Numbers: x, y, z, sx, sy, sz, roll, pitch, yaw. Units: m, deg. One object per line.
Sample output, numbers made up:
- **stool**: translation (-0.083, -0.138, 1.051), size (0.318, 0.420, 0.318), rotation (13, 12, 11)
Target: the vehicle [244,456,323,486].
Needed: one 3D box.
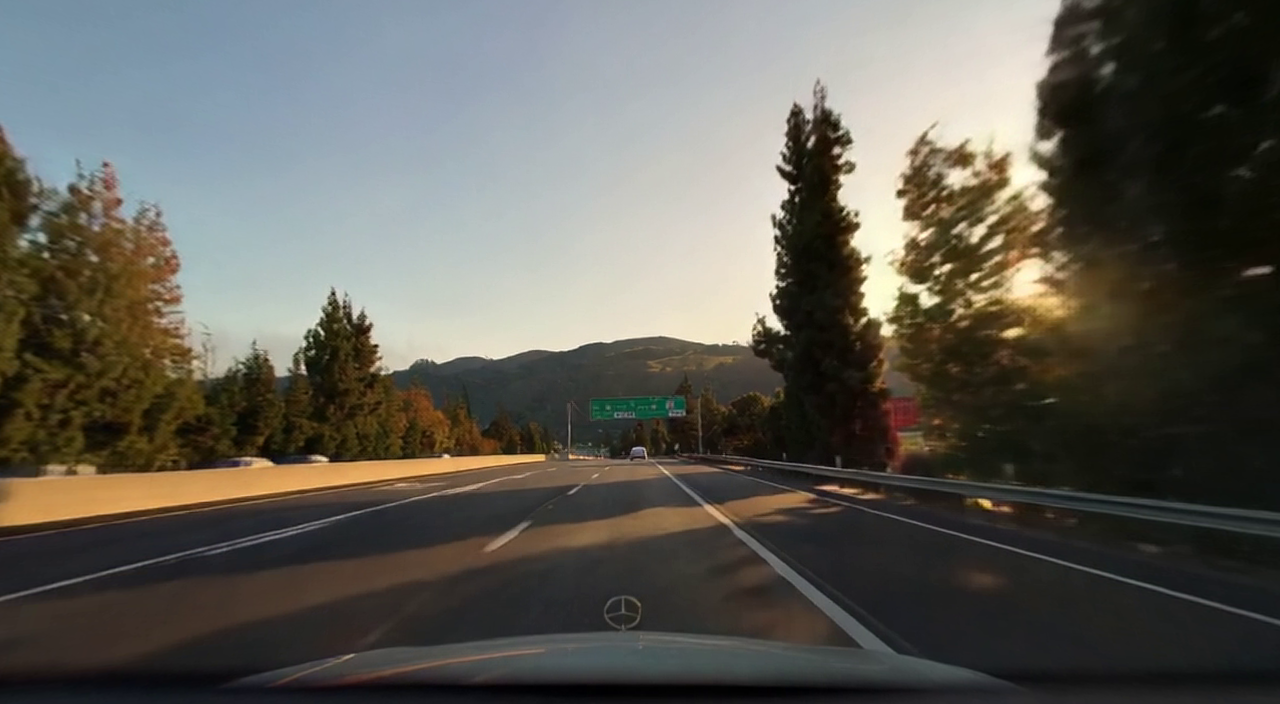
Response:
- **vehicle**: translation (-21.153, 7.068, 37.751), size (2.056, 1.552, 4.612), rotation (-1, -9, 0)

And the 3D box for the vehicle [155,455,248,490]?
- **vehicle**: translation (-25.531, 7.001, 37.019), size (2.159, 1.773, 4.512), rotation (-1, -9, 0)

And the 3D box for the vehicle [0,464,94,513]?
- **vehicle**: translation (-21.394, 4.580, 21.273), size (1.853, 1.495, 4.676), rotation (-1, -9, 0)

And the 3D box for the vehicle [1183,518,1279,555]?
- **vehicle**: translation (34.908, 10.754, 36.940), size (4.190, 1.776, 2.089), rotation (0, -8, 2)
